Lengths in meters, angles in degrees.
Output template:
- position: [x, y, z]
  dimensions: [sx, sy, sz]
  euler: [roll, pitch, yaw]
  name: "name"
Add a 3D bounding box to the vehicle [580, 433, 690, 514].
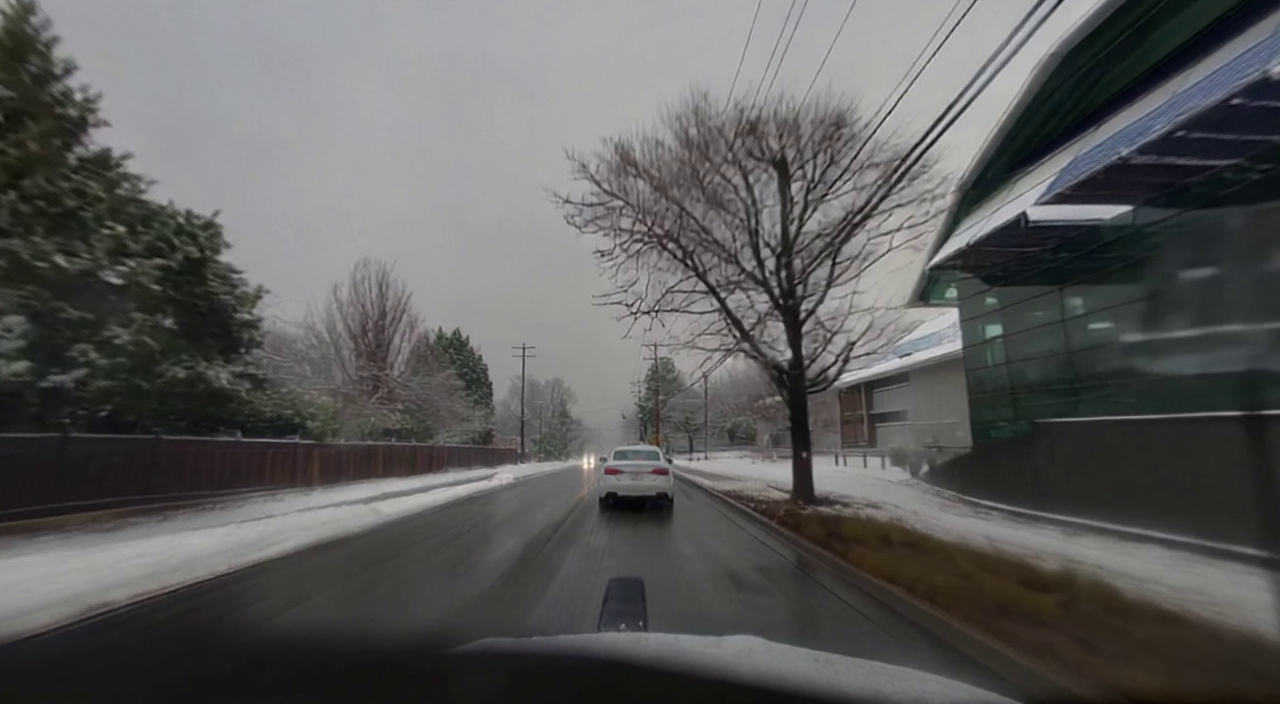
- position: [-0.142, 2.562, 13.884]
  dimensions: [2.060, 1.487, 3.920]
  euler: [0, -8, -1]
  name: "vehicle"
